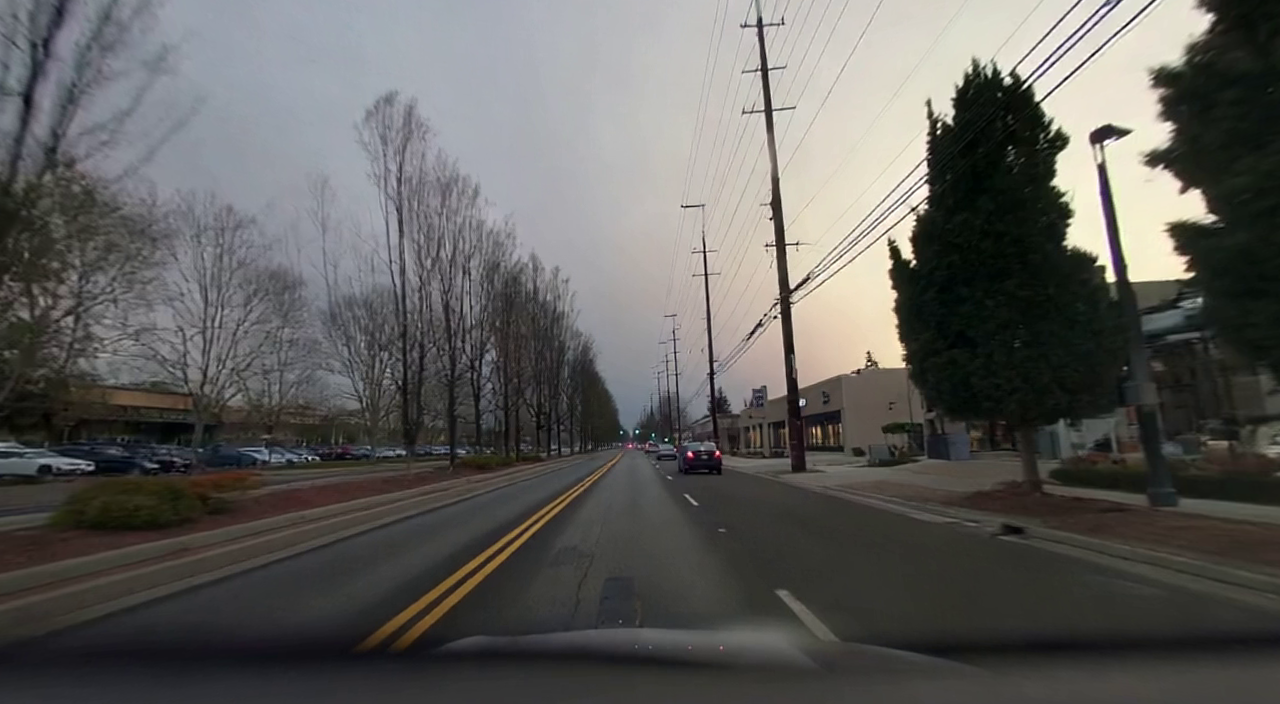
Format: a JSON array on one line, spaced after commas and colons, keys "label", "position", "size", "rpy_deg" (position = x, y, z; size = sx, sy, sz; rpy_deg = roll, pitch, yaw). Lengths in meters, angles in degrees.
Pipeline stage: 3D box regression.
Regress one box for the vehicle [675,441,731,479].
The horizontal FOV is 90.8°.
[{"label": "vehicle", "position": [2.599, 4.537, 26.818], "size": [1.975, 1.497, 3.647], "rpy_deg": [0, -9, 0]}]
